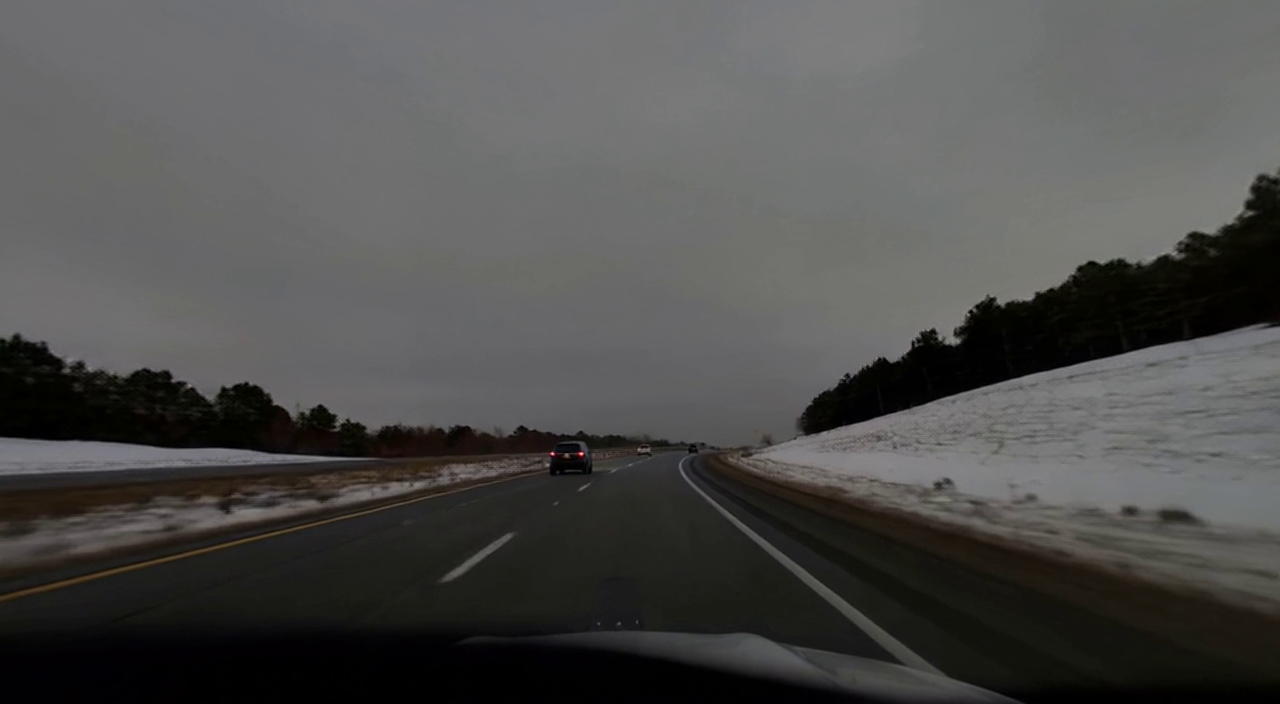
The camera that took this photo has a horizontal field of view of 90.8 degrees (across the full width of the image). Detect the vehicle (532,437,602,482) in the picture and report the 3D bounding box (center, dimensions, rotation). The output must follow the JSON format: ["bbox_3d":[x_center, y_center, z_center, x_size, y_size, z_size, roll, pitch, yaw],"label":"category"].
[{"bbox_3d":[-2.998,4.557,27.013,2.252,1.743,4.560,-1,-9,3],"label":"vehicle"}]
